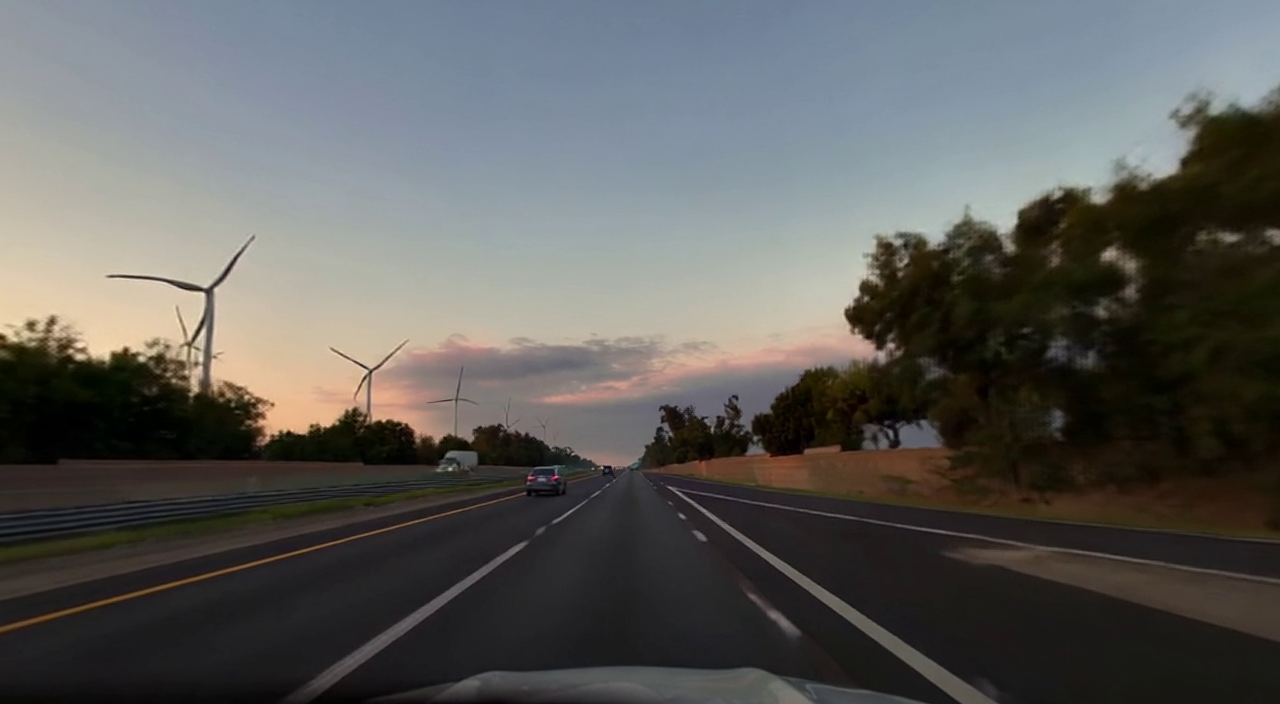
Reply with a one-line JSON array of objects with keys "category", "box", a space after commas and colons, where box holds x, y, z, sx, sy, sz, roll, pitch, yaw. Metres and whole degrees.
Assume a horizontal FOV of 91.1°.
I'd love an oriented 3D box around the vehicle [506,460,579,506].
[{"category": "vehicle", "box": [-3.495, 4.795, 23.272, 2.001, 1.486, 4.104, 1, -10, 0]}]
